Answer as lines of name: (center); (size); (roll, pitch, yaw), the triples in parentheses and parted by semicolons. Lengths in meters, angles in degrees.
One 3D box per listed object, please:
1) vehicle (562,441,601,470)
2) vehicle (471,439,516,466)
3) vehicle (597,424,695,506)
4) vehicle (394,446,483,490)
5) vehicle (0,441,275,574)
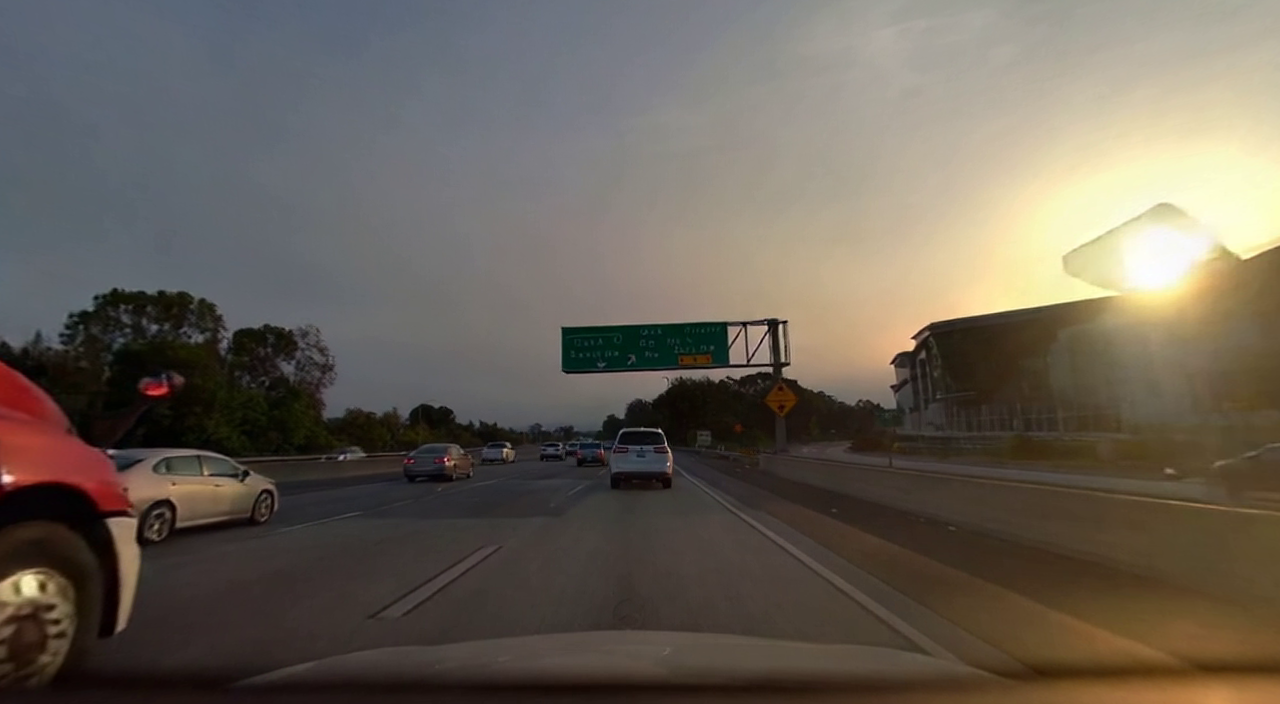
vehicle: (-3.475, 6.225, 38.193); (1.952, 1.649, 4.131); (0, -9, 1)
vehicle: (-11.288, 7.795, 49.105); (2.157, 1.941, 5.544); (0, -9, 0)
vehicle: (0.132, 2.780, 15.887); (2.152, 1.779, 3.924); (0, -9, 0)
vehicle: (-7.314, 4.238, 23.380); (1.869, 1.466, 4.217); (0, -9, 1)
vehicle: (-7.548, 2.053, 9.184); (1.864, 1.458, 4.295); (0, -9, 0)
